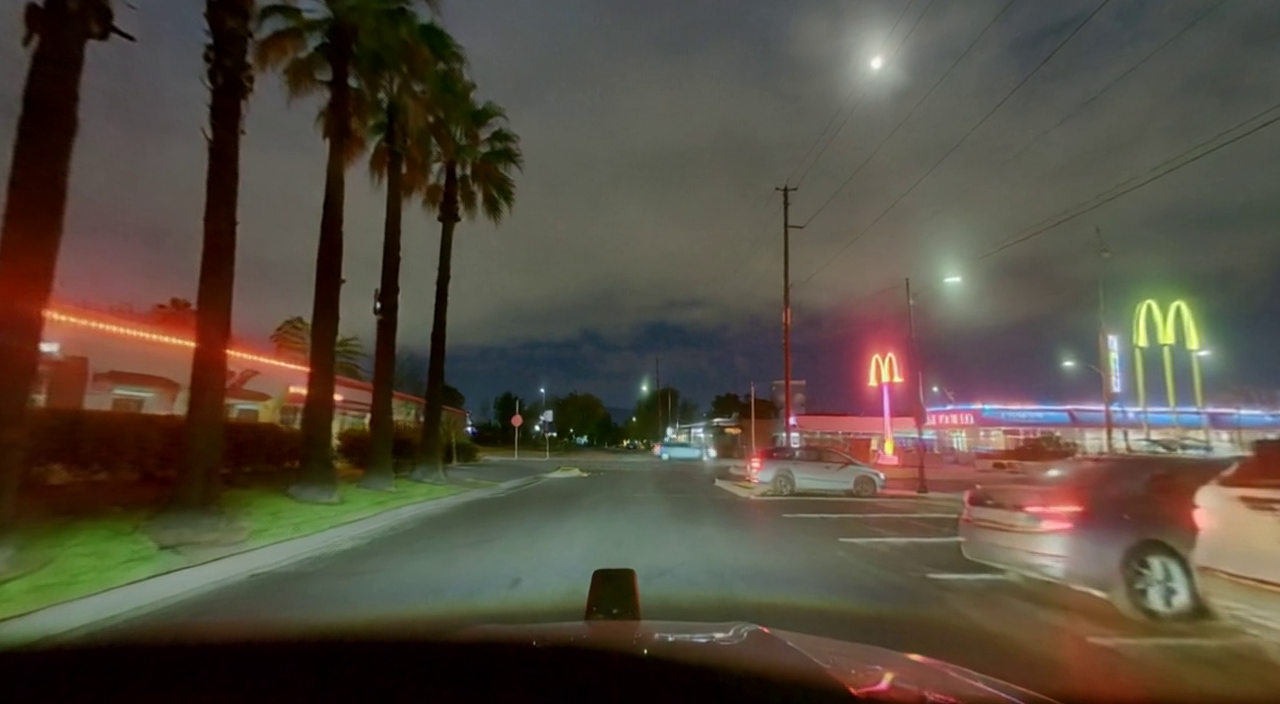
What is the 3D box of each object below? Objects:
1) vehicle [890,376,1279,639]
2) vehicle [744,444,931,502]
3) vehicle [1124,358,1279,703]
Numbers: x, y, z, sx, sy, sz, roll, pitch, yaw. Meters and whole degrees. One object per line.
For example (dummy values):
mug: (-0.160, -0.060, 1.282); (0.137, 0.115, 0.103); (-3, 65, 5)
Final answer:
vehicle: (5.521, 1.342, 5.947); (5.491, 1.843, 2.103); (2, -9, -8)
vehicle: (5.620, 3.448, 18.357); (4.742, 1.506, 1.919); (0, -8, -5)
vehicle: (5.624, 0.943, 3.209); (4.743, 1.800, 1.952); (1, -9, -3)
